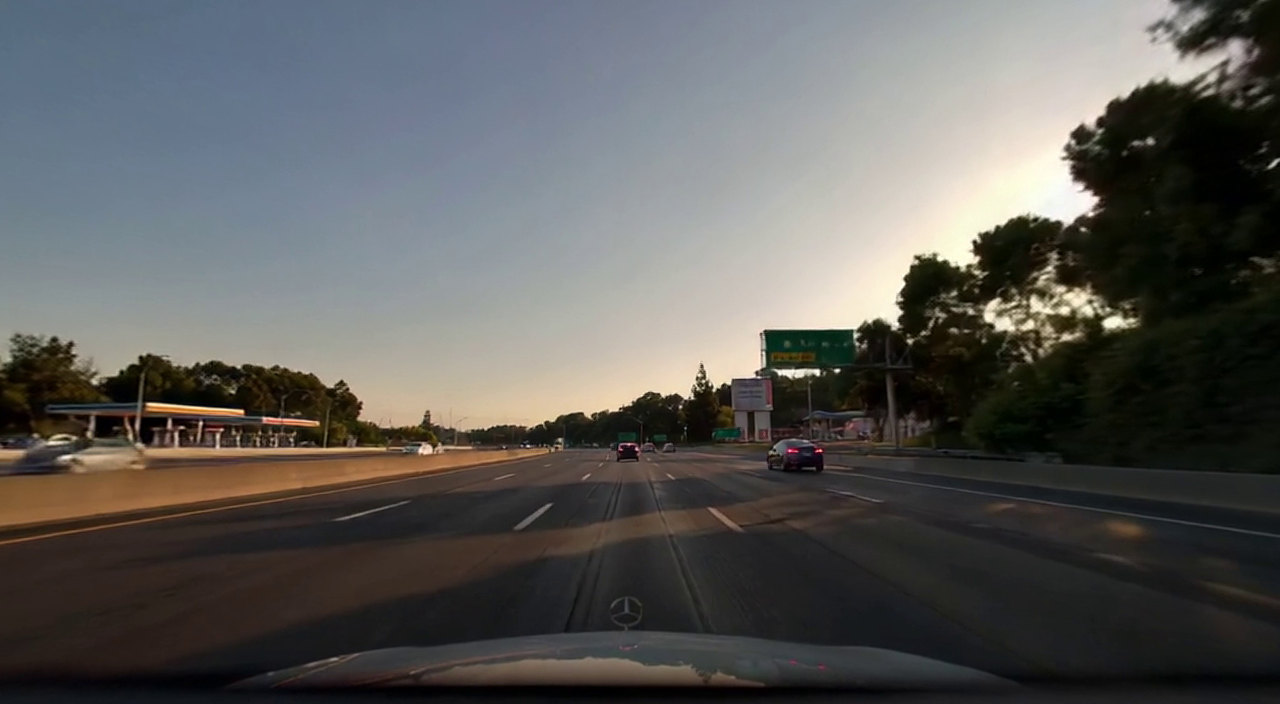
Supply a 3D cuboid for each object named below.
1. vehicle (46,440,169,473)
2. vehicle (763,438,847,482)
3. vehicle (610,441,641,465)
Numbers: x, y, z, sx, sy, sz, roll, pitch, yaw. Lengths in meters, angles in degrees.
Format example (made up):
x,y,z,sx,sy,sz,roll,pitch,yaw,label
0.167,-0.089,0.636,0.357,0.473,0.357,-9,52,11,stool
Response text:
x,y,z,sx,sy,sz,roll,pitch,yaw,label
-26.317,5.155,31.445,1.913,1.521,4.912,0,-8,-1,vehicle
5.886,3.888,23.041,1.867,1.463,4.295,0,-8,-1,vehicle
-1.014,6.794,42.593,1.999,1.473,4.351,0,-8,-2,vehicle
